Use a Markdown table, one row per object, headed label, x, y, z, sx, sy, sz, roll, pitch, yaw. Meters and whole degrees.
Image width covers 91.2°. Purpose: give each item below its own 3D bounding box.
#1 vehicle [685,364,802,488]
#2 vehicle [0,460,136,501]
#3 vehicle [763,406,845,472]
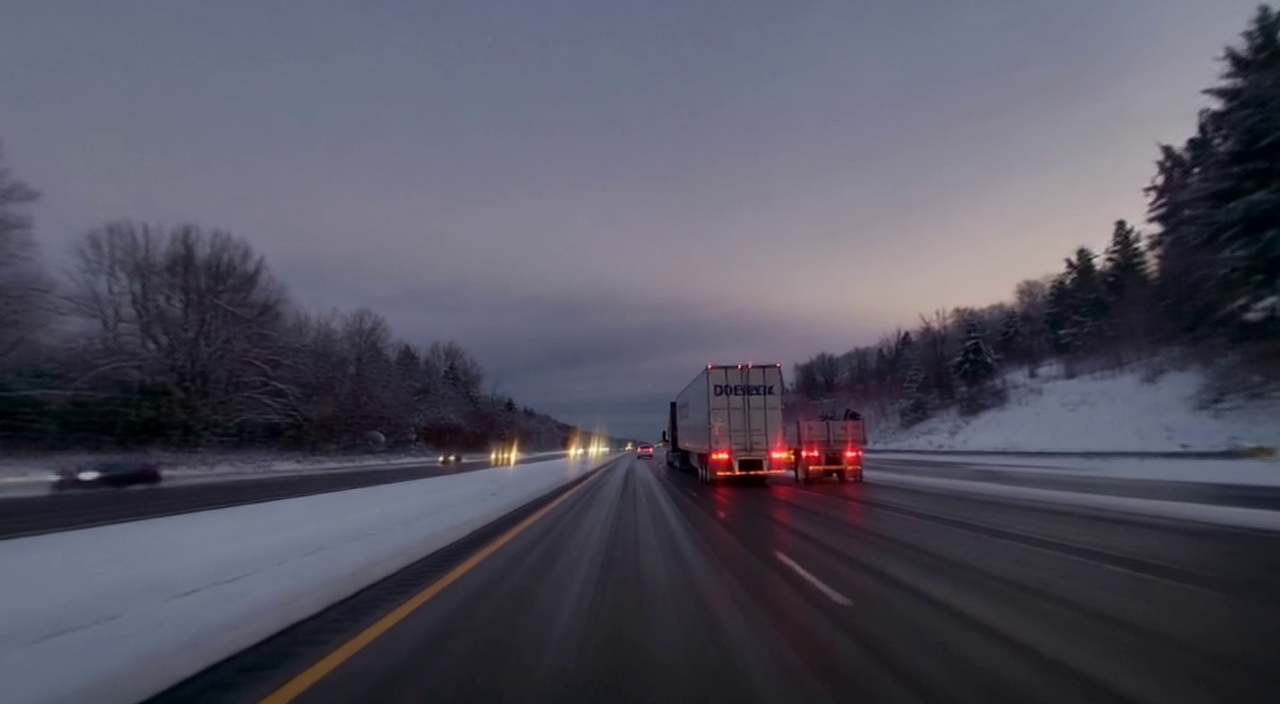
| label | x | y | z | sx | sy | sz | roll | pitch | yaw |
| --- | --- | --- | --- | --- | --- | --- | --- | --- | --- |
| vehicle | 3.708 | 3.140 | 25.328 | 3.025 | 4.010 | 9.542 | 0 | -9 | 0 |
| vehicle | -24.233 | 5.307 | 26.261 | 1.907 | 1.481 | 4.822 | -1 | -9 | 5 |
| vehicle | 11.325 | 6.245 | 44.575 | 2.946 | 4.031 | 10.368 | -1 | -9 | 0 |
